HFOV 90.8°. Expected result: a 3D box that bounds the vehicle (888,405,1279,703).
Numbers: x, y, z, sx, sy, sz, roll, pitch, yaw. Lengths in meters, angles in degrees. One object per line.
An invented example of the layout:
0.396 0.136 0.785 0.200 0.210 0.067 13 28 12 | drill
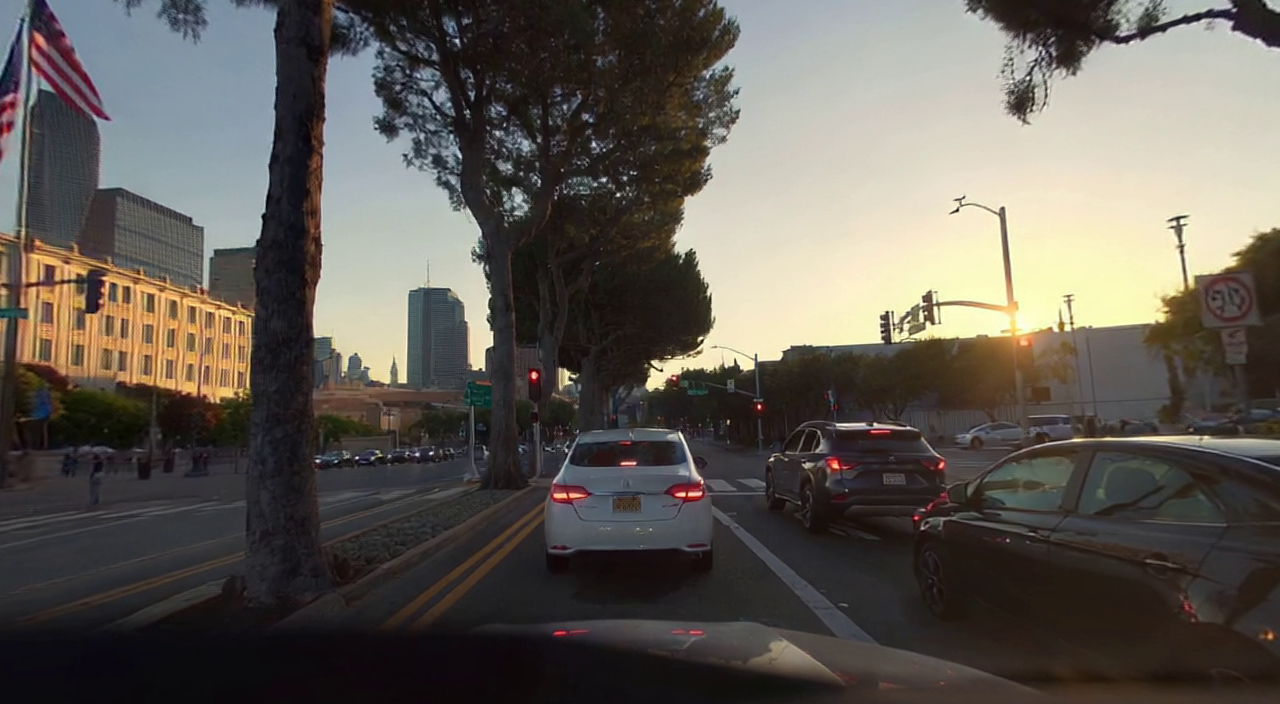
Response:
3.380 1.177 4.007 1.833 1.465 4.258 0 -8 -1 | vehicle

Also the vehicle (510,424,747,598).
-0.108 1.699 7.558 2.096 1.521 3.747 0 -8 0 | vehicle

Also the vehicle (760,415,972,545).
3.509 2.084 10.935 1.978 1.738 4.599 0 -8 1 | vehicle
